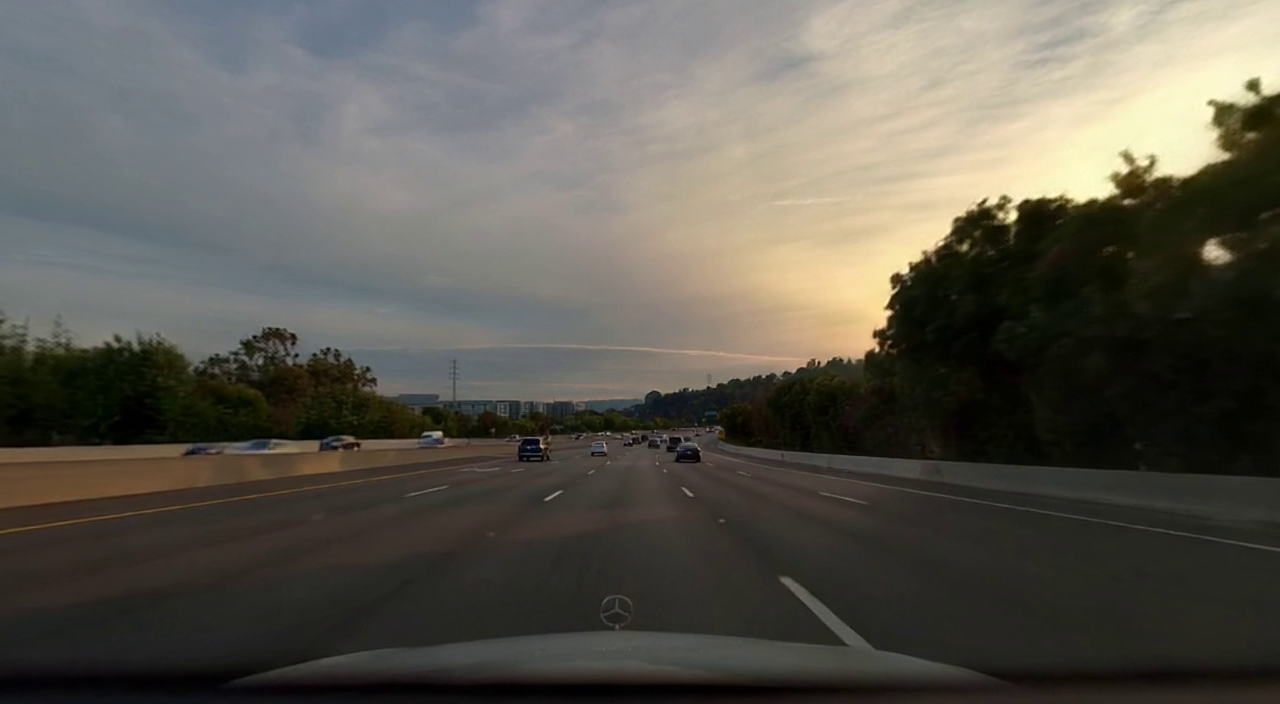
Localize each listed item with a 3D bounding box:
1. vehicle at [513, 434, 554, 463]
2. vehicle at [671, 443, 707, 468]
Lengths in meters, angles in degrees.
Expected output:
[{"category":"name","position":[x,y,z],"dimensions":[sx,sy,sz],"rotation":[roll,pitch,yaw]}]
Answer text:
[{"category":"vehicle","position":[-7.232,6.612,43.398],"dimensions":[2.009,1.850,4.338],"rotation":[0,-8,0]},{"category":"vehicle","position":[3.034,6.491,39.942],"dimensions":[1.967,1.475,4.080],"rotation":[0,-8,0]}]
